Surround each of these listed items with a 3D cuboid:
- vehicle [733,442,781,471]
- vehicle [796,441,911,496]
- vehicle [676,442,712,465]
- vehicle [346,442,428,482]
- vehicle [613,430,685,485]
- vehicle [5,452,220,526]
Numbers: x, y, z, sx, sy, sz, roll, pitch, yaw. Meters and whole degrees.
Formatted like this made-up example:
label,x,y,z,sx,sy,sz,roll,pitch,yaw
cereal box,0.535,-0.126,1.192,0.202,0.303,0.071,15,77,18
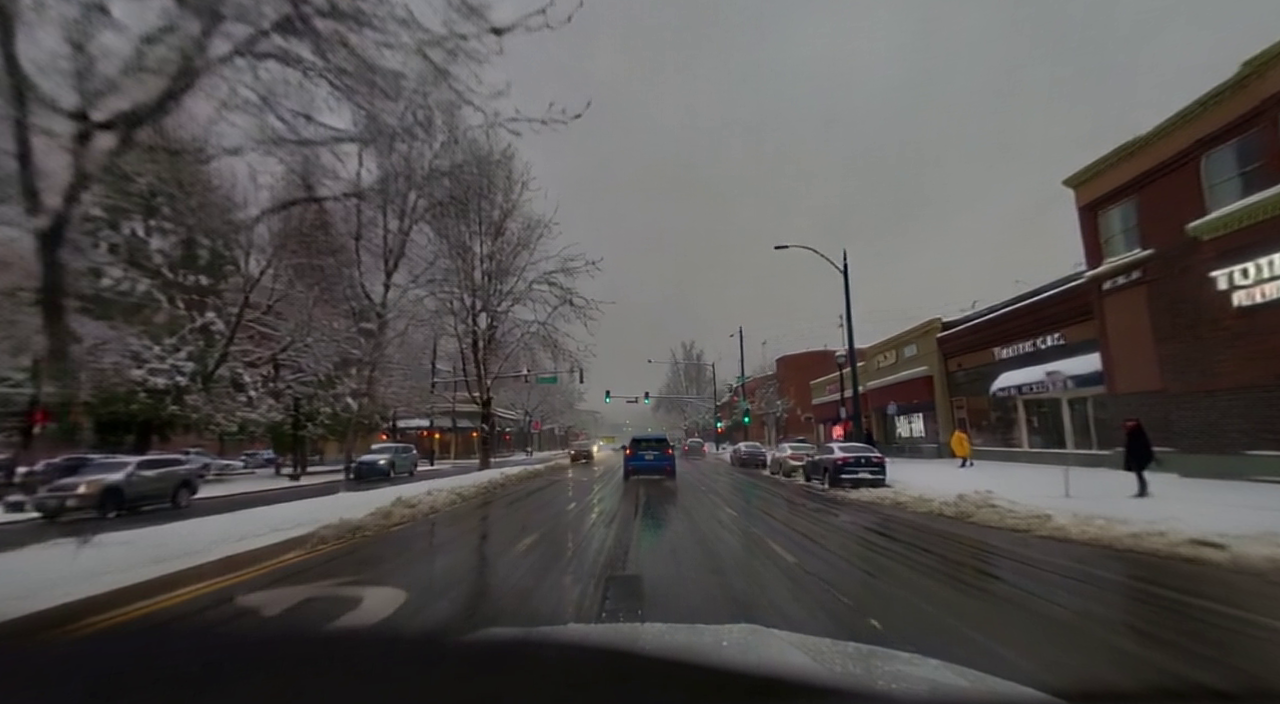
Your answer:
label,x,y,z,sx,sy,sz,roll,pitch,yaw
vehicle,6.696,6.024,36.603,1.986,1.515,4.265,0,-9,0
vehicle,6.448,3.564,19.724,2.048,1.484,4.709,0,-8,1
vehicle,3.714,7.064,44.203,2.209,1.478,4.138,0,-8,0
vehicle,-13.496,5.870,34.109,2.197,1.985,5.183,0,-8,1
vehicle,0.287,3.822,23.202,2.382,1.796,4.610,0,-8,0
vehicle,-13.775,3.546,16.949,1.934,1.639,4.387,0,-8,0
